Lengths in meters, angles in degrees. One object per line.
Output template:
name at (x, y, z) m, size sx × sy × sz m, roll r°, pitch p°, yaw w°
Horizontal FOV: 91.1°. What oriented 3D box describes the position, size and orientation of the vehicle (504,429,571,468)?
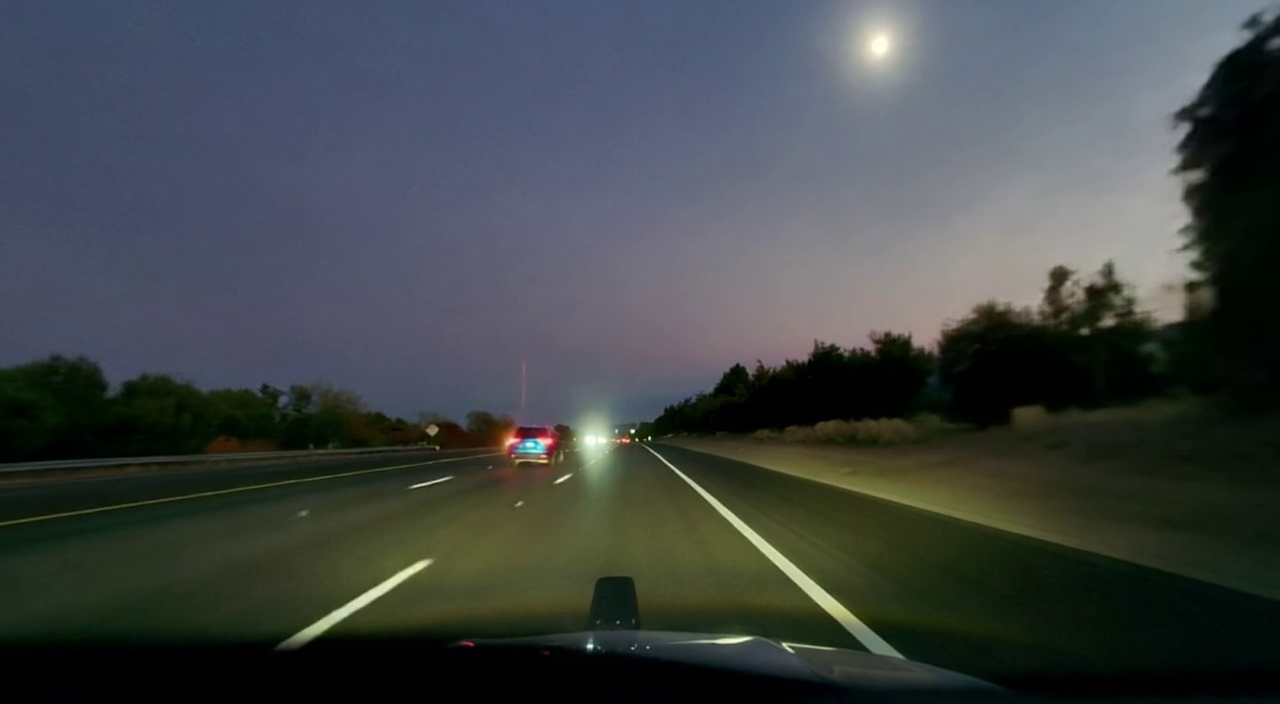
vehicle at (-4.232, 4.036, 26.684) m, size 2.063 × 1.496 × 4.225 m, roll 0°, pitch -7°, yaw 1°
